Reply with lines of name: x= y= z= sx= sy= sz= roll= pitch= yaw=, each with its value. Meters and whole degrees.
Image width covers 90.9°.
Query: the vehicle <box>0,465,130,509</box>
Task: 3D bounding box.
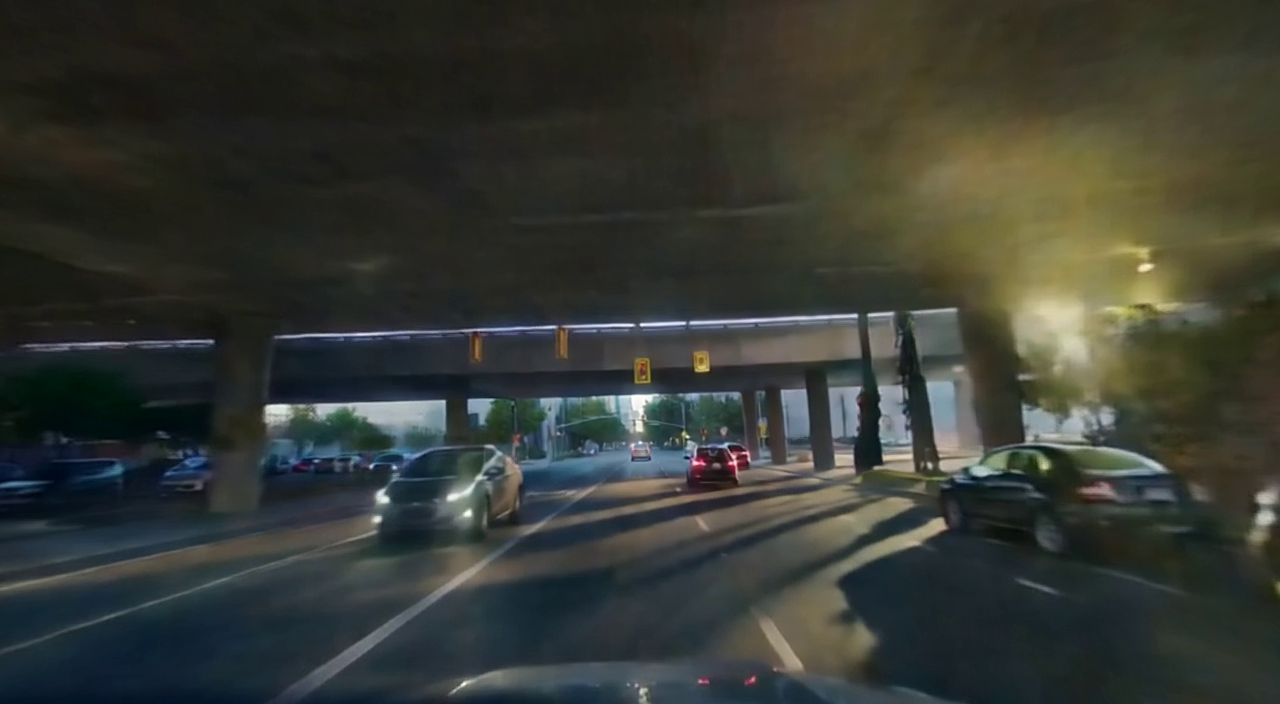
vehicle: x=-24.659 y=5.715 z=27.032 sx=1.771 sy=1.516 sz=4.508 roll=0 pitch=-8 yaw=0

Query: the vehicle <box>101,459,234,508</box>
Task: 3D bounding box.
vehicle: x=-18.179 y=5.031 z=24.566 sx=1.778 sy=1.629 sz=4.330 roll=0 pitch=-8 yaw=1

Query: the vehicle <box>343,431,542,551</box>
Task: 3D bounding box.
vehicle: x=-3.099 y=2.262 z=10.984 sx=2.076 sy=1.653 sz=4.152 roll=0 pitch=-8 yaw=1

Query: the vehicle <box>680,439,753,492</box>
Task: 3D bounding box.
vehicle: x=2.446 y=3.744 z=21.122 sx=1.947 sy=1.576 sz=3.825 roll=0 pitch=-8 yaw=-1

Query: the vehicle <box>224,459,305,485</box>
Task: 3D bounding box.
vehicle: x=-24.370 y=7.794 z=41.210 sx=2.128 sy=1.493 sz=4.955 roll=-1 pitch=-8 yaw=2
